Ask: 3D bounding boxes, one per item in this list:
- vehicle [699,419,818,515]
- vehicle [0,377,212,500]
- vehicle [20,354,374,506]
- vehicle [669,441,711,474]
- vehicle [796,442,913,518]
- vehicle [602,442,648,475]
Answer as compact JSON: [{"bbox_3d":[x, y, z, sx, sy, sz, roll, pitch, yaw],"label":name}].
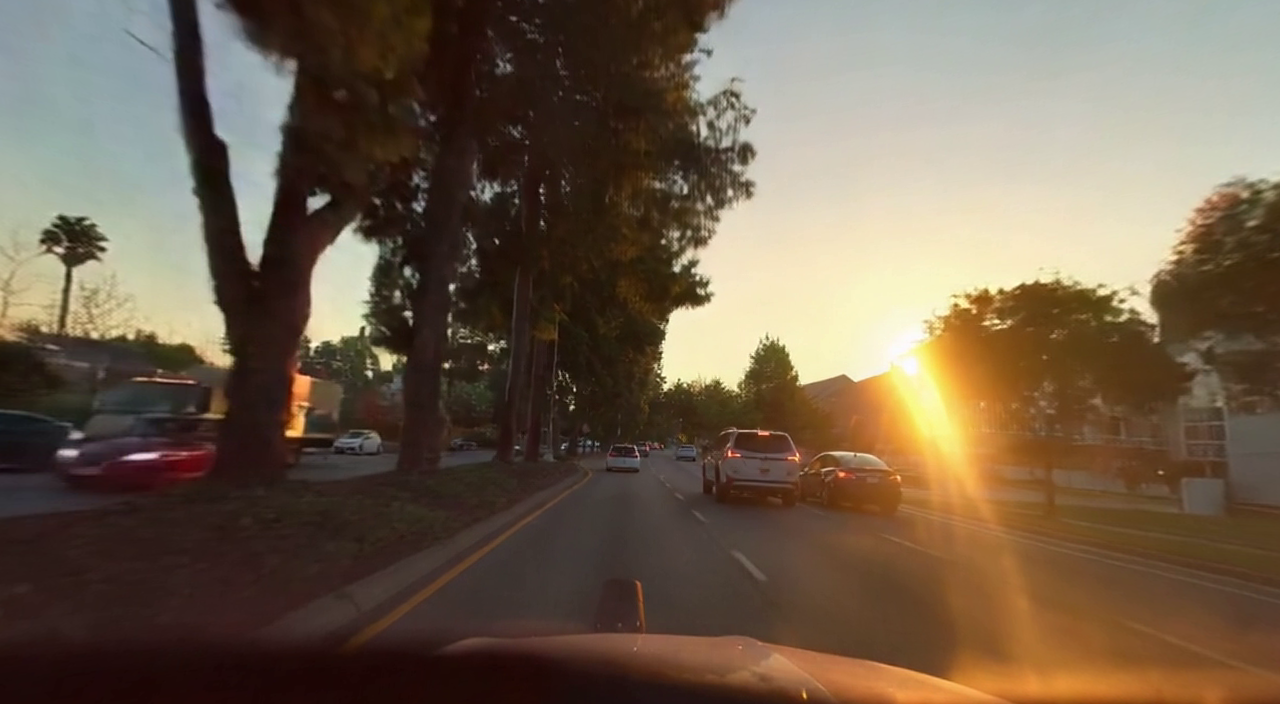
[{"bbox_3d":[2.813,2.823,15.924,2.035,1.940,4.299,3,-9,-1],"label":"vehicle"},{"bbox_3d":[-8.962,1.325,9.491,1.981,1.514,4.323,0,-9,0],"label":"vehicle"},{"bbox_3d":[-11.557,2.099,18.539,2.947,3.206,10.111,0,-5,1],"label":"vehicle"},{"bbox_3d":[2.781,5.948,35.852,1.922,1.708,4.126,0,-9,-2],"label":"vehicle"},{"bbox_3d":[6.277,3.738,19.031,1.913,1.777,4.269,7,-9,0],"label":"vehicle"},{"bbox_3d":[-0.693,5.136,30.648,2.119,1.460,3.847,0,-9,0],"label":"vehicle"}]
